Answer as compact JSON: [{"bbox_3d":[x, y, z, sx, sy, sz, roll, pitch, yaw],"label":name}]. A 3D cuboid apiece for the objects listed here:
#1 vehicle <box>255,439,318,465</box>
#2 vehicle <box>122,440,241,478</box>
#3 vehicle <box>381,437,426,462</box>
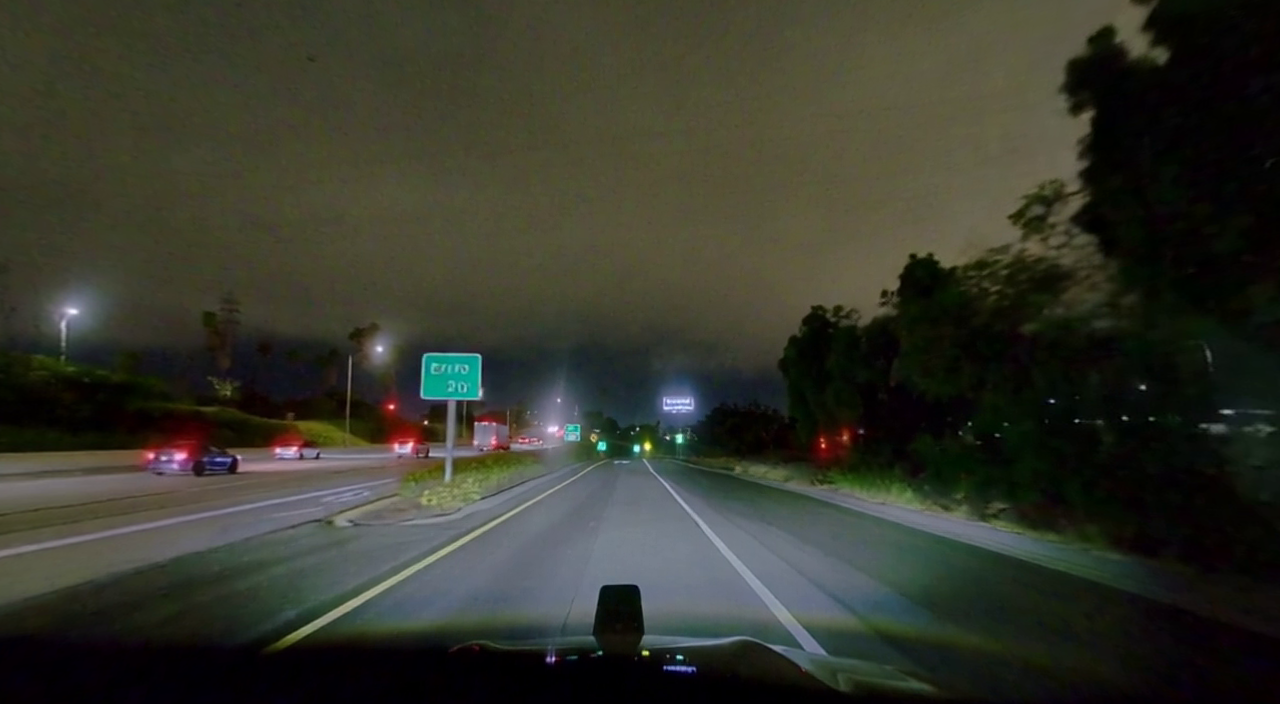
[{"bbox_3d":[-24.424,6.931,43.865,1.998,1.648,4.495,0,-8,-4],"label":"vehicle"},{"bbox_3d":[-19.751,4.624,27.505,1.933,1.496,4.516,0,-8,-3],"label":"vehicle"},{"bbox_3d":[-16.961,6.997,45.510,1.919,1.658,4.084,0,-8,-4],"label":"vehicle"}]
